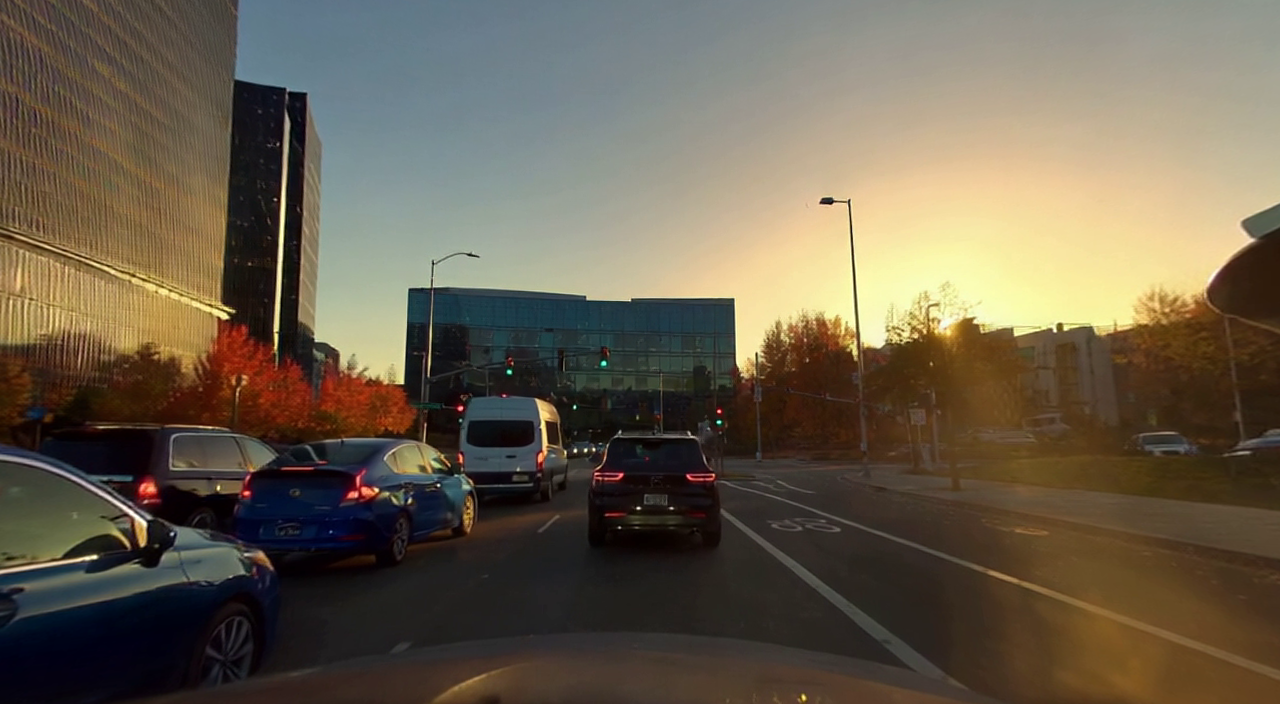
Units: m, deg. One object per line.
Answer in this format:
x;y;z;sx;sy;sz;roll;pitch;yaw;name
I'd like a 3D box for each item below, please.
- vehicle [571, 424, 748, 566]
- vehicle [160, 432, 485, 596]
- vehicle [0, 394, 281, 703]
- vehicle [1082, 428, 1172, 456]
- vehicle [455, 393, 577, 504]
0.177;1.889;8.903;1.979;1.562;3.630;0;-9;-1;vehicle
-3.494;1.845;8.022;1.955;1.499;4.223;0;-9;0;vehicle
-2.904;0.820;1.466;1.893;1.491;3.798;0;-9;-1;vehicle
28.640;5.356;37.060;1.762;1.487;4.488;-1;-9;2;vehicle
-3.283;2.767;18.048;2.343;2.635;5.684;0;-9;0;vehicle
